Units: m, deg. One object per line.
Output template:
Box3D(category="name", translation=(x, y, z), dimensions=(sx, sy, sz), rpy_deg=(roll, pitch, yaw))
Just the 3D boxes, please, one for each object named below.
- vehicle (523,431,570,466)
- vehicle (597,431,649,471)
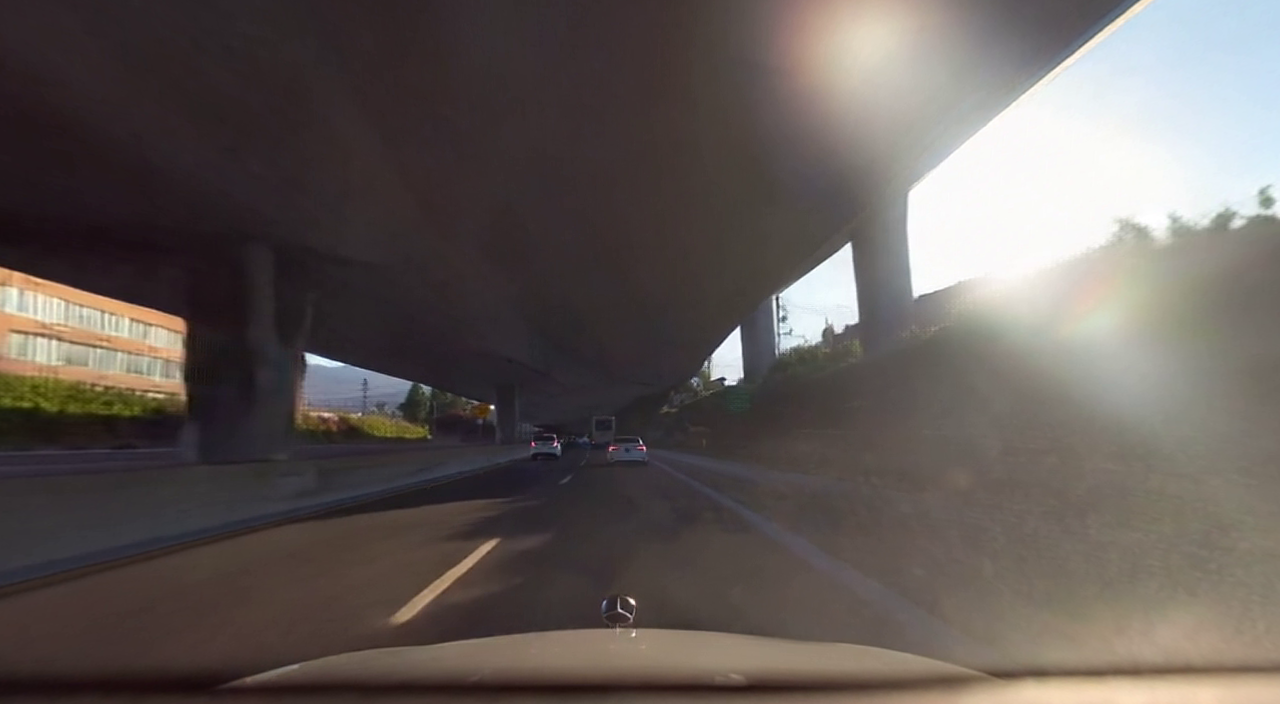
Box3D(category="vehicle", translation=(-4.957, 5.147, 33.803), dimensions=(2.080, 1.733, 4.410), rpy_deg=(0, -8, -3))
Box3D(category="vehicle", translation=(-0.815, 4.289, 27.510), dimensions=(2.078, 1.608, 3.982), rpy_deg=(0, -8, -4))
